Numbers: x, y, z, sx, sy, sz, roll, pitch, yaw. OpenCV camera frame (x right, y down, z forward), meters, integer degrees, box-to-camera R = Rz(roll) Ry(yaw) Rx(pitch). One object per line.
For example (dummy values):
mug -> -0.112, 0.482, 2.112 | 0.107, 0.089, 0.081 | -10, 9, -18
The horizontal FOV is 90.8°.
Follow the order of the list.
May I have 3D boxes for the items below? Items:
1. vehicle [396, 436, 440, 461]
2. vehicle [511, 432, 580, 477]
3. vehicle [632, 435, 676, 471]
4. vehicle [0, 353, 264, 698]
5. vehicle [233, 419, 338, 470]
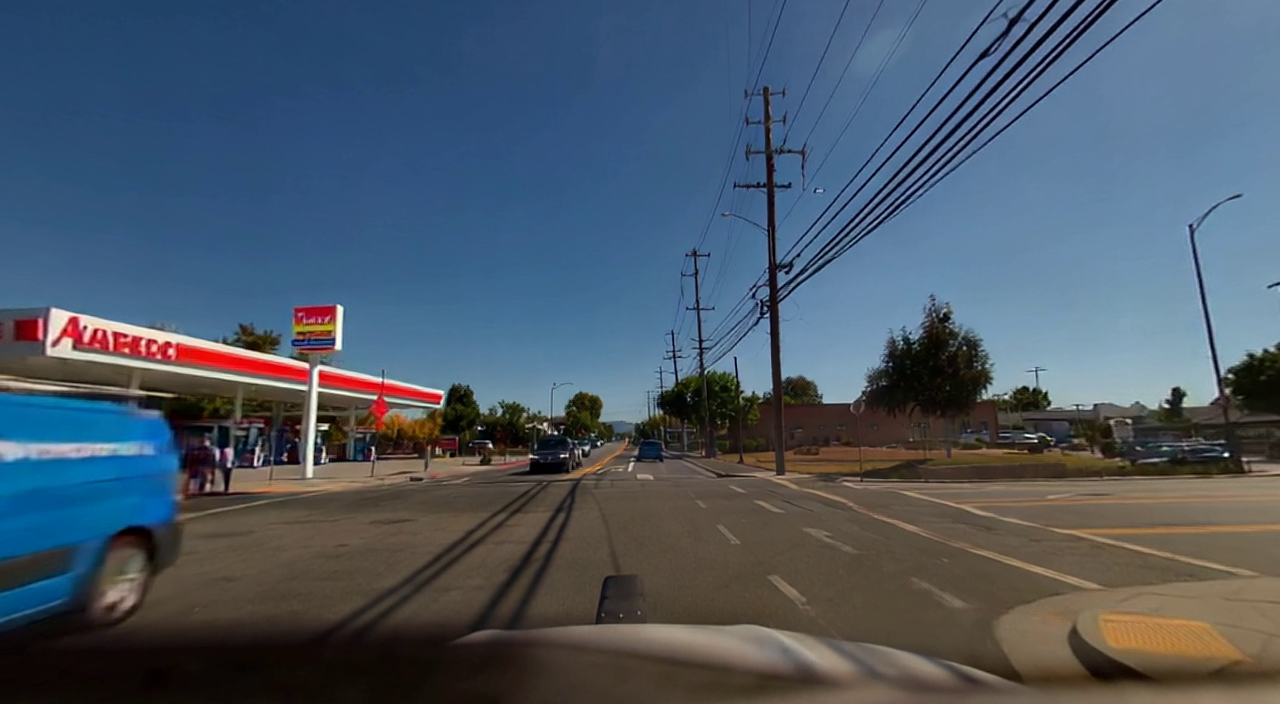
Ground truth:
vehicle -> -16.965, 7.401, 48.498 | 1.890, 1.761, 4.578 | 0, -9, -3
vehicle -> -4.154, 4.633, 28.641 | 2.274, 1.844, 4.843 | 0, -9, 1
vehicle -> 0.607, 4.997, 31.342 | 2.000, 1.663, 4.271 | 0, -9, -1
vehicle -> -4.758, 1.028, 3.858 | 2.222, 1.931, 4.882 | 1, -9, -5
vehicle -> -17.361, 4.591, 31.323 | 2.499, 2.309, 4.613 | 0, -9, -1
